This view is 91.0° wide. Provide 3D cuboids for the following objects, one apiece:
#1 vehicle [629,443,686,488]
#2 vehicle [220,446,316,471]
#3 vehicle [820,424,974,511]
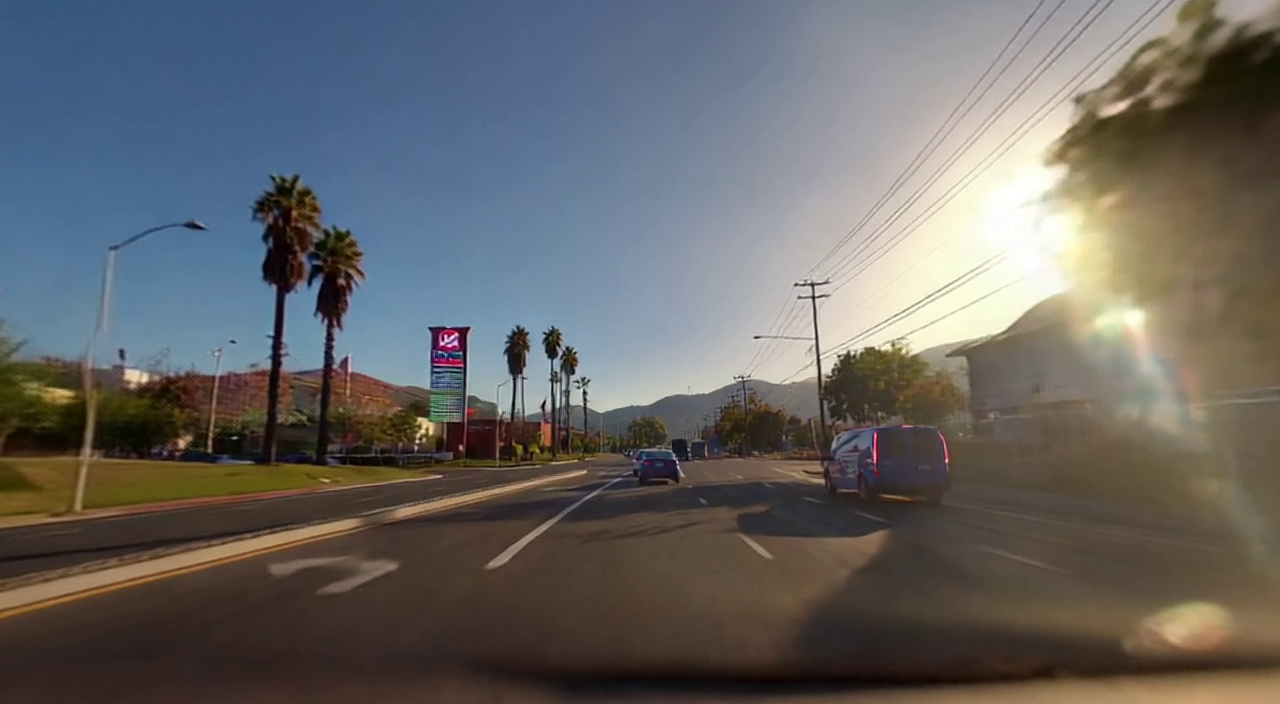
[{"bbox_3d":[0.727,4.604,25.790,2.138,1.672,4.168,0,-9,2],"label":"vehicle"},{"bbox_3d":[-23.765,6.799,40.298,4.942,1.557,2.032,-1,-9,7],"label":"vehicle"},{"bbox_3d":[6.378,2.930,16.319,2.107,1.928,4.471,0,-9,1],"label":"vehicle"}]
